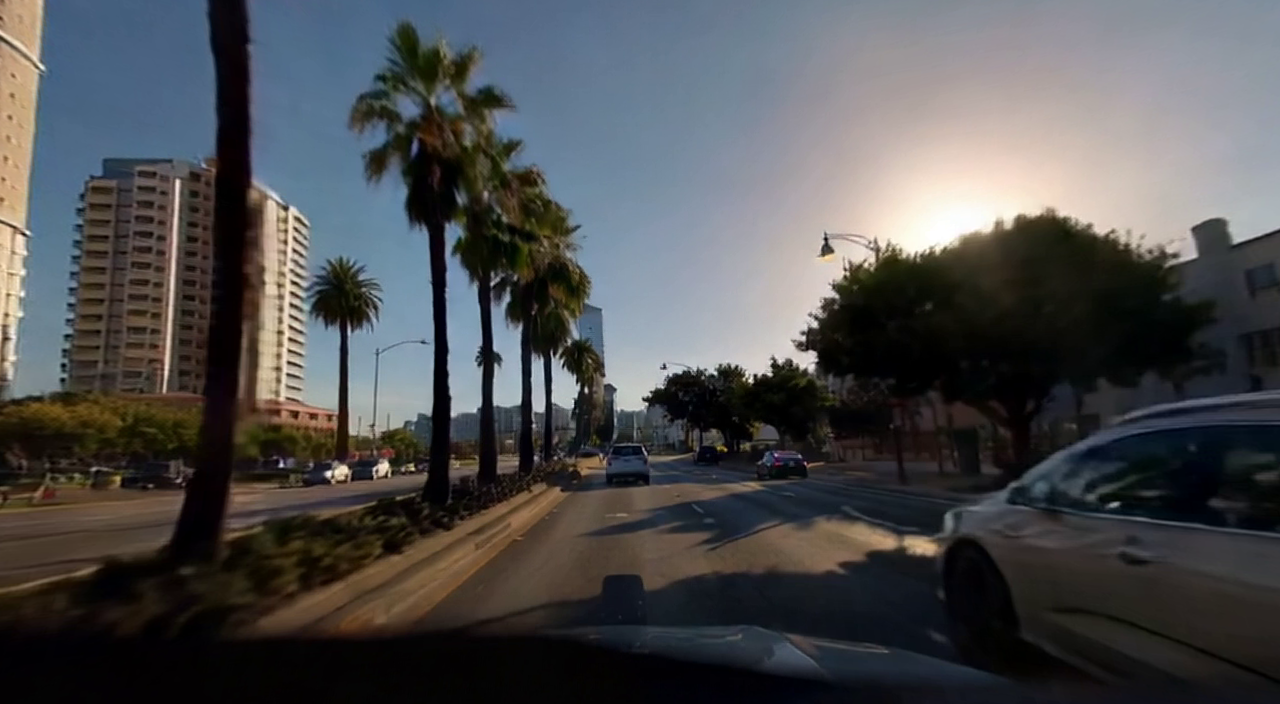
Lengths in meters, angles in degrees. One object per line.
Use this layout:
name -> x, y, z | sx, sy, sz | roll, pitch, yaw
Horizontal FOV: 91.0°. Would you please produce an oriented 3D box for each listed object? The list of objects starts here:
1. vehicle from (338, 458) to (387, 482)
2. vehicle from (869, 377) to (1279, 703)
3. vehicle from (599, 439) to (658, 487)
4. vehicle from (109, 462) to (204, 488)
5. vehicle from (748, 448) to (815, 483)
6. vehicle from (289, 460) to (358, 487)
vehicle -> -19.761, 8.383, 44.923 | 1.753, 1.600, 4.040 | 0, -9, -2
vehicle -> 3.082, 1.023, 2.898 | 2.195, 1.590, 4.668 | 0, -9, -1
vehicle -> -0.489, 4.627, 26.520 | 2.277, 1.816, 4.192 | 0, -9, -1
vehicle -> -30.214, 7.711, 39.413 | 4.400, 1.474, 1.732 | 1, -9, -1
vehicle -> 6.572, 5.302, 29.821 | 1.975, 1.483, 4.769 | 0, -9, -2
vehicle -> -19.558, 7.513, 39.127 | 1.920, 1.505, 4.351 | 0, -9, 1
